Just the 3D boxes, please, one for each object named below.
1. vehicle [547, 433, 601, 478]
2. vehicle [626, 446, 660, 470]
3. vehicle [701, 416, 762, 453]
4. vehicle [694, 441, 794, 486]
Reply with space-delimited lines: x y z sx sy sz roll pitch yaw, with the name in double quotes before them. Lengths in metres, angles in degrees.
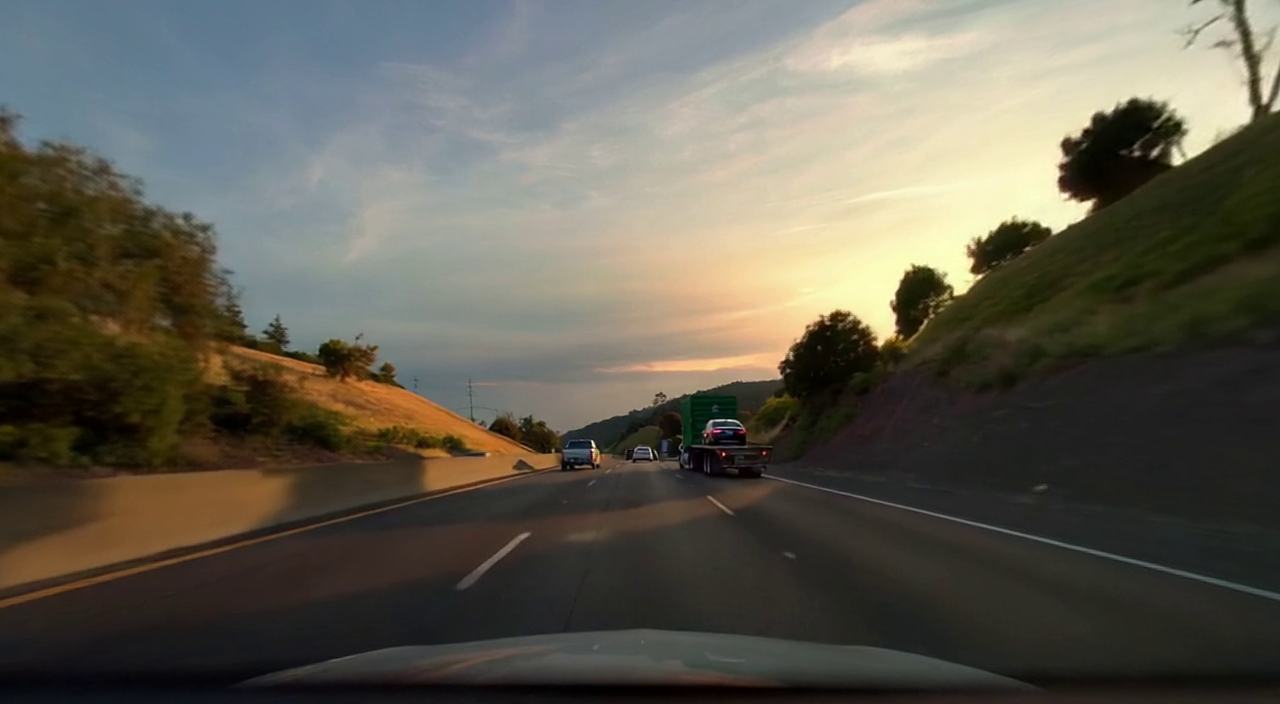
"vehicle" -3.188 5.140 31.337 2.142 2.044 4.446 0 -9 1
"vehicle" 0.199 6.918 41.167 2.086 1.497 3.681 0 -9 0
"vehicle" 4.022 3.776 28.433 1.968 1.547 4.215 0 -9 -2
"vehicle" 4.132 4.749 27.296 2.654 1.574 9.537 0 -9 -1
